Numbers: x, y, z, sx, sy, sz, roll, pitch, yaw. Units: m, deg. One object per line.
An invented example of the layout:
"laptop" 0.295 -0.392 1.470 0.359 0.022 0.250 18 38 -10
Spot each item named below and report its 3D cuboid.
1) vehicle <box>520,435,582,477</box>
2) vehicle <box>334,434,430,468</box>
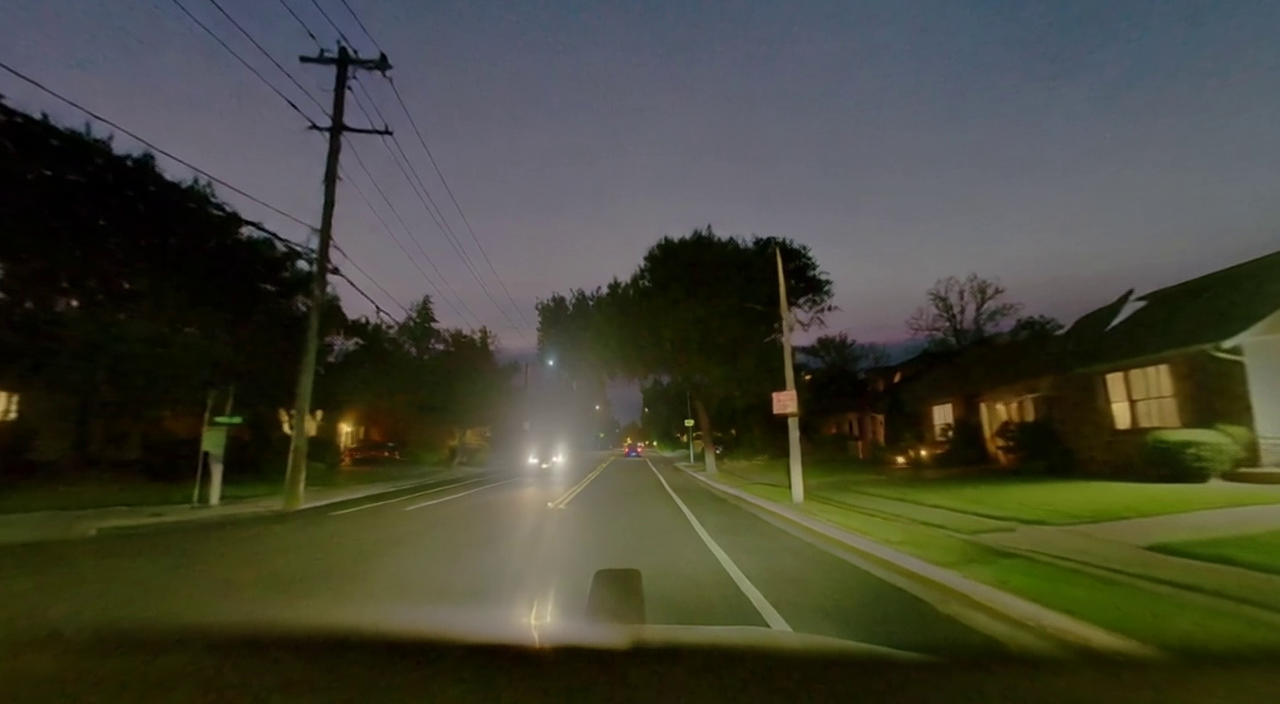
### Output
"vehicle" -4.031 4.834 29.562 2.145 1.762 4.960 1 -8 0
"vehicle" -14.914 5.763 36.697 4.662 1.832 2.063 1 -8 -5
